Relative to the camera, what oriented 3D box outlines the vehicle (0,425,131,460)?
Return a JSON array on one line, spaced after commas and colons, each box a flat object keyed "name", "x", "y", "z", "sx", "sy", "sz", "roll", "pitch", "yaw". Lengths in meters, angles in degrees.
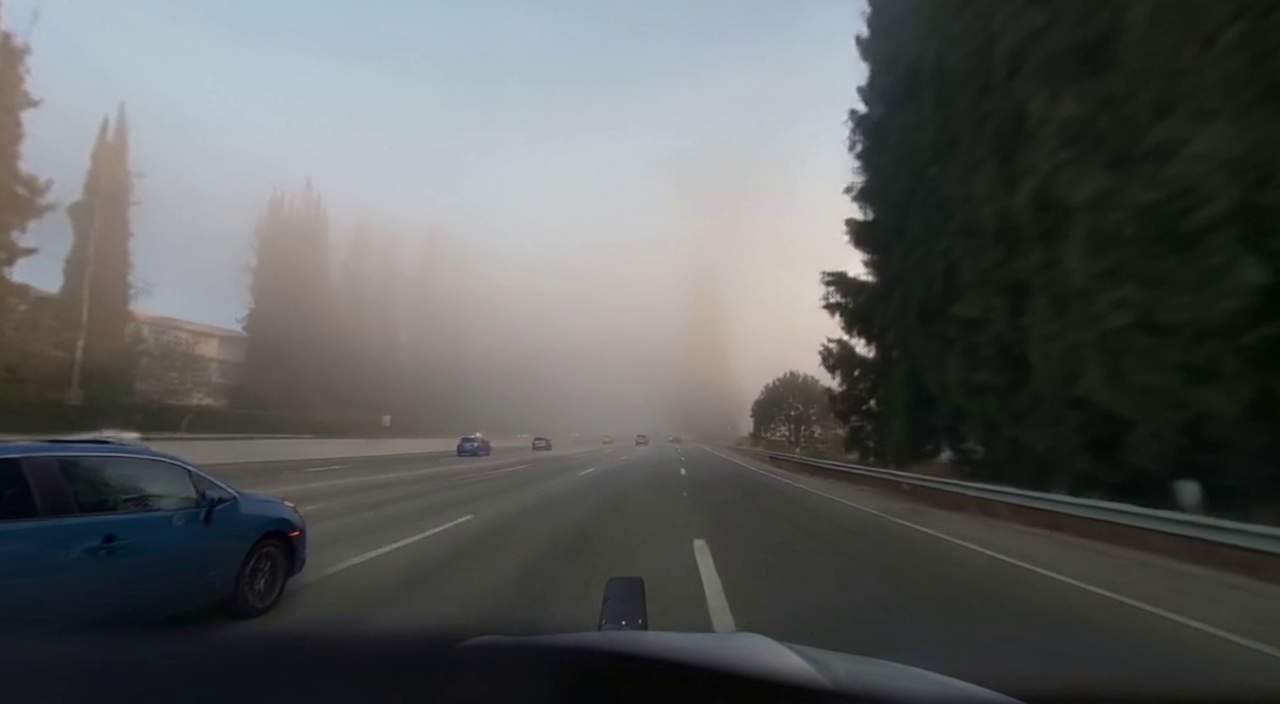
[{"name": "vehicle", "x": -33.738, "y": 5.320, "z": 37.150, "sx": 2.354, "sy": 1.857, "sz": 5.774, "roll": -1, "pitch": -8, "yaw": 6}]
